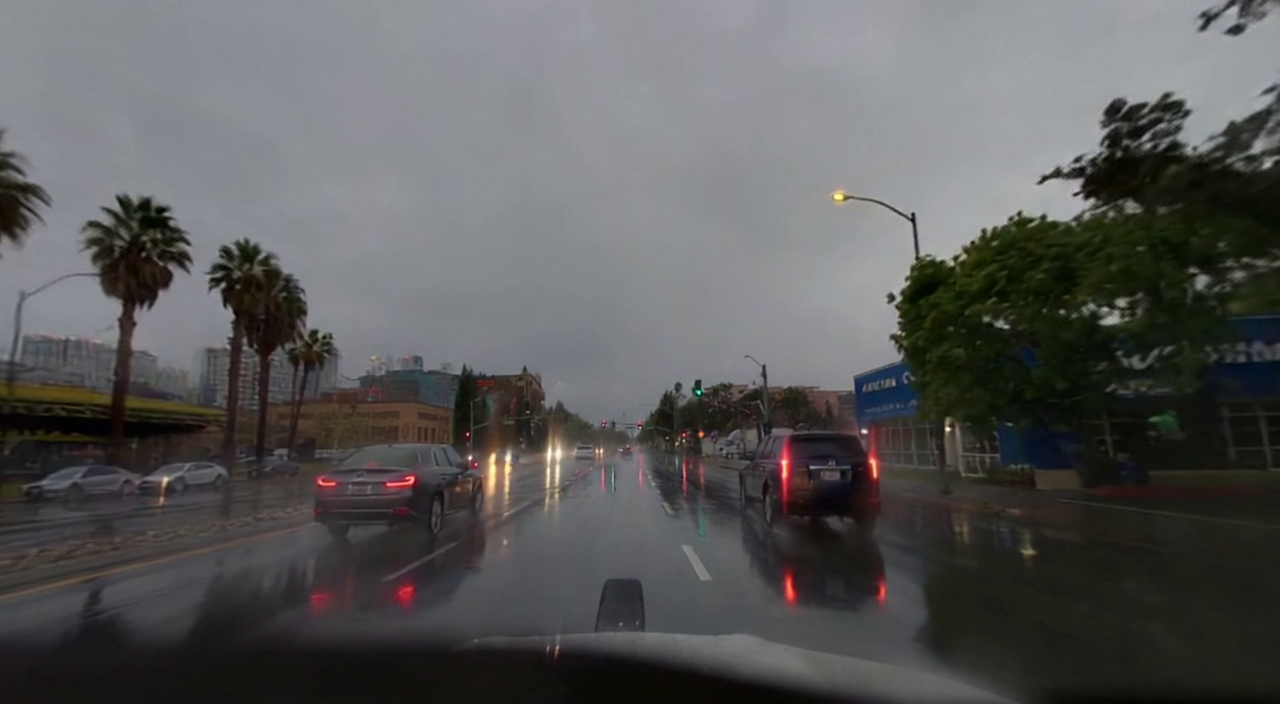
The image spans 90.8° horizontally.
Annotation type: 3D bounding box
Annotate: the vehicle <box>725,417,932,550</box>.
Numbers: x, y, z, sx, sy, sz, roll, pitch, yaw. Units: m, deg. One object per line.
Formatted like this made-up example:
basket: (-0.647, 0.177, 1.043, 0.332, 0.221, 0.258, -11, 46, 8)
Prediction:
vehicle: (2.750, 2.050, 10.434, 1.982, 1.711, 4.276, 0, -9, -2)

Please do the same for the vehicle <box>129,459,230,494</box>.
vehicle: (-23.513, 6.361, 32.500, 1.926, 1.483, 4.349, -2, -9, 0)

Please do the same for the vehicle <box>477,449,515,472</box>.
vehicle: (-9.997, 7.519, 44.142, 1.970, 1.482, 4.778, 1, -9, -5)

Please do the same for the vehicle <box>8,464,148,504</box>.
vehicle: (-23.565, 5.518, 26.763, 1.876, 1.459, 4.411, 0, -9, 0)

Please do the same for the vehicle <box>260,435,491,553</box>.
vehicle: (-3.902, 2.153, 10.235, 2.034, 1.498, 3.995, 0, -9, -1)
